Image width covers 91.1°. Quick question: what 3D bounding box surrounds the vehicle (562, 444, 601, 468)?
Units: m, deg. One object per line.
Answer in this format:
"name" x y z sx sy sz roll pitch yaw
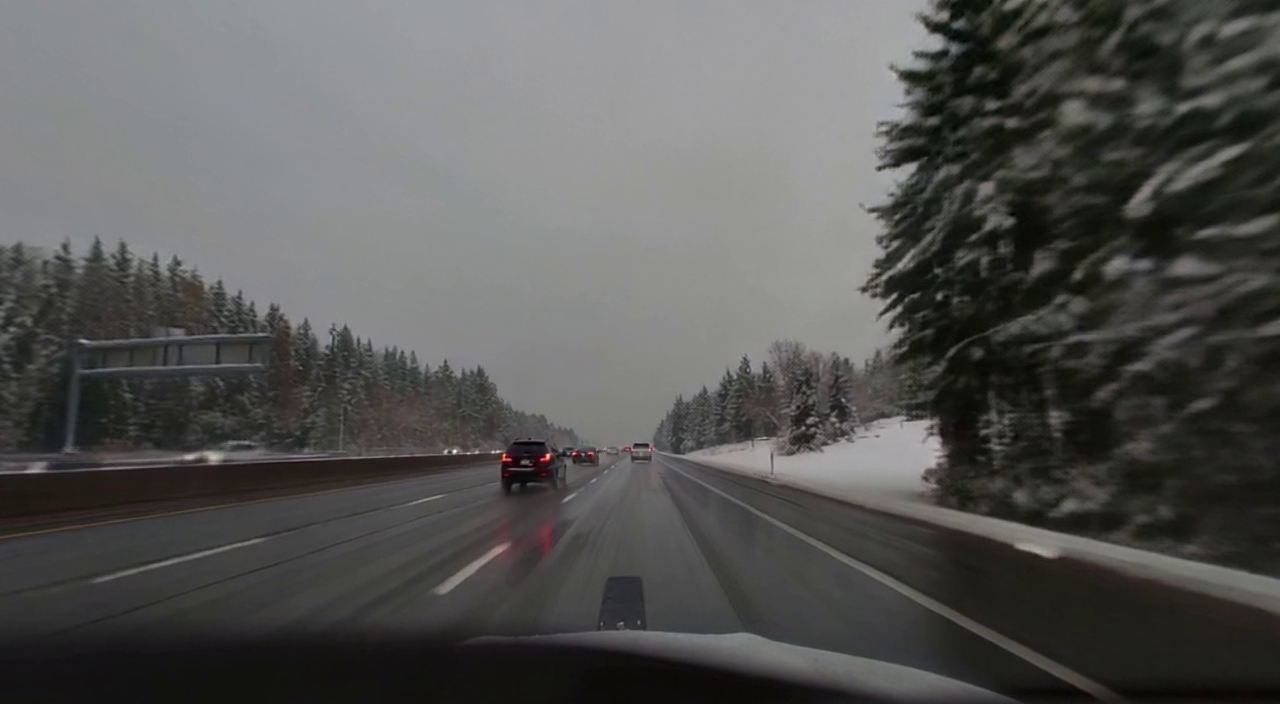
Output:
"vehicle" -3.717 6.691 40.491 2.055 1.431 3.921 0 -8 0

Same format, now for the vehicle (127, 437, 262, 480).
"vehicle" -21.274 5.083 30.420 2.269 1.861 5.777 0 -8 1

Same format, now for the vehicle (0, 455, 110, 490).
"vehicle" -28.906 5.796 30.616 1.822 1.471 4.808 0 -8 2

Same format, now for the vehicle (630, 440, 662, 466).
"vehicle" 0.407 7.405 46.321 2.285 1.797 4.478 0 -8 0

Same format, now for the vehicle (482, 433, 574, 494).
"vehicle" -3.342 3.425 19.638 2.056 1.679 4.204 0 -8 1
